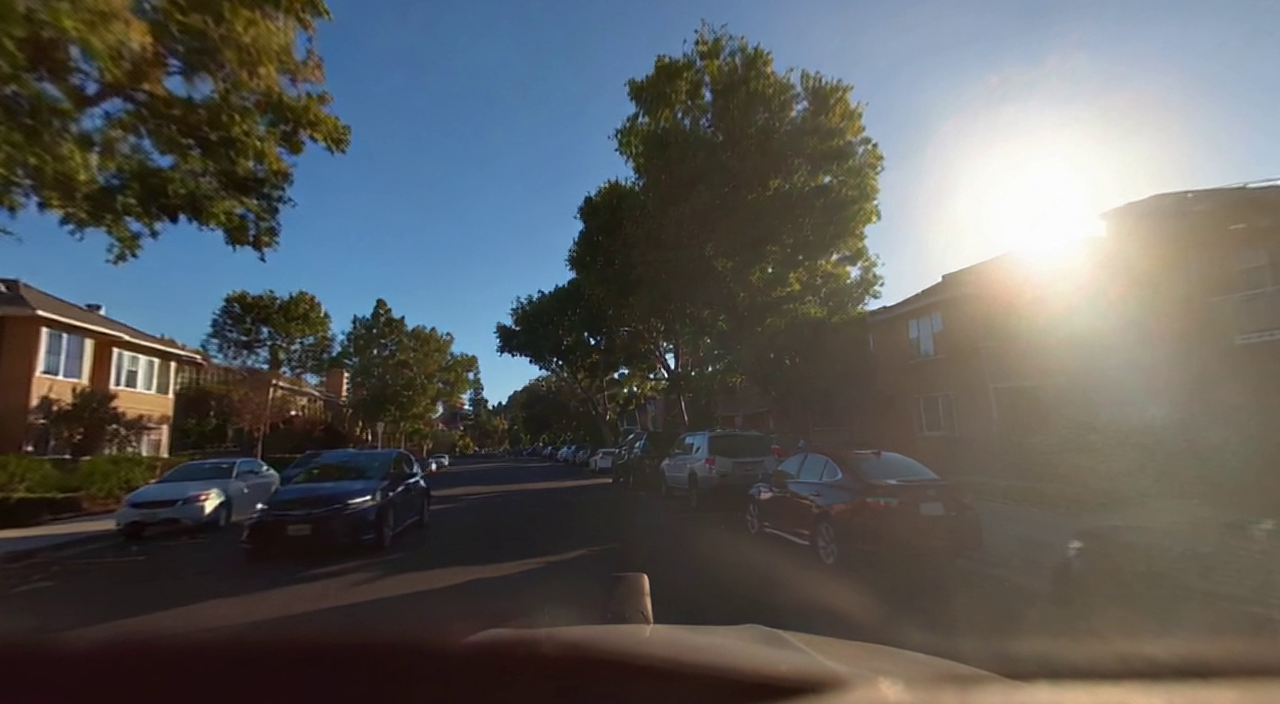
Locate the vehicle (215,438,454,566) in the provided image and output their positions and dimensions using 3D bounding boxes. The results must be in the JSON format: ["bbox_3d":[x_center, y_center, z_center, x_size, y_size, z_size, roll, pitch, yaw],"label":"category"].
[{"bbox_3d":[-4.309,2.099,9.854,1.971,1.476,4.593,1,-8,-8],"label":"vehicle"}]

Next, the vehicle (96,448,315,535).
[{"bbox_3d":[-9.052,2.867,13.752,2.119,1.476,4.588,1,-8,-10],"label":"vehicle"}]

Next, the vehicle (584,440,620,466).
[{"bbox_3d":[-2.876,7.465,46.746,2.114,1.787,4.783,1,-8,-10],"label":"vehicle"}]

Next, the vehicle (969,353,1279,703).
[{"bbox_3d":[3.720,0.836,2.439,1.937,1.722,4.575,1,-8,-8],"label":"vehicle"}]

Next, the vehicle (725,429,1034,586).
[{"bbox_3d":[2.786,1.876,8.682,1.876,1.538,4.447,1,-8,-10],"label":"vehicle"}]
